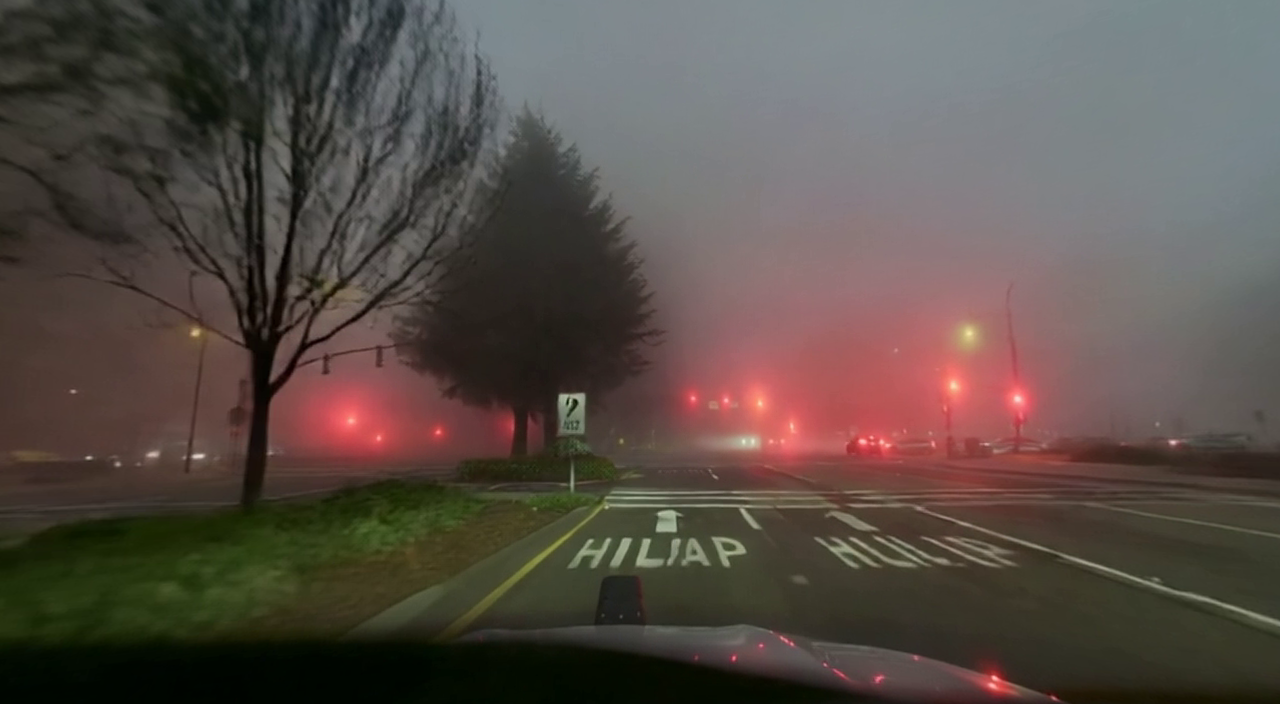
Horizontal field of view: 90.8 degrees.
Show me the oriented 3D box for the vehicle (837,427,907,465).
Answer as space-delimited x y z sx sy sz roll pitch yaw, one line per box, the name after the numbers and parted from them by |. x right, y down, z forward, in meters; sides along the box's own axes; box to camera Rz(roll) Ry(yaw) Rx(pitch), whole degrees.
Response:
12.256 5.034 33.712 2.156 1.881 4.743 -1 -9 3 | vehicle
